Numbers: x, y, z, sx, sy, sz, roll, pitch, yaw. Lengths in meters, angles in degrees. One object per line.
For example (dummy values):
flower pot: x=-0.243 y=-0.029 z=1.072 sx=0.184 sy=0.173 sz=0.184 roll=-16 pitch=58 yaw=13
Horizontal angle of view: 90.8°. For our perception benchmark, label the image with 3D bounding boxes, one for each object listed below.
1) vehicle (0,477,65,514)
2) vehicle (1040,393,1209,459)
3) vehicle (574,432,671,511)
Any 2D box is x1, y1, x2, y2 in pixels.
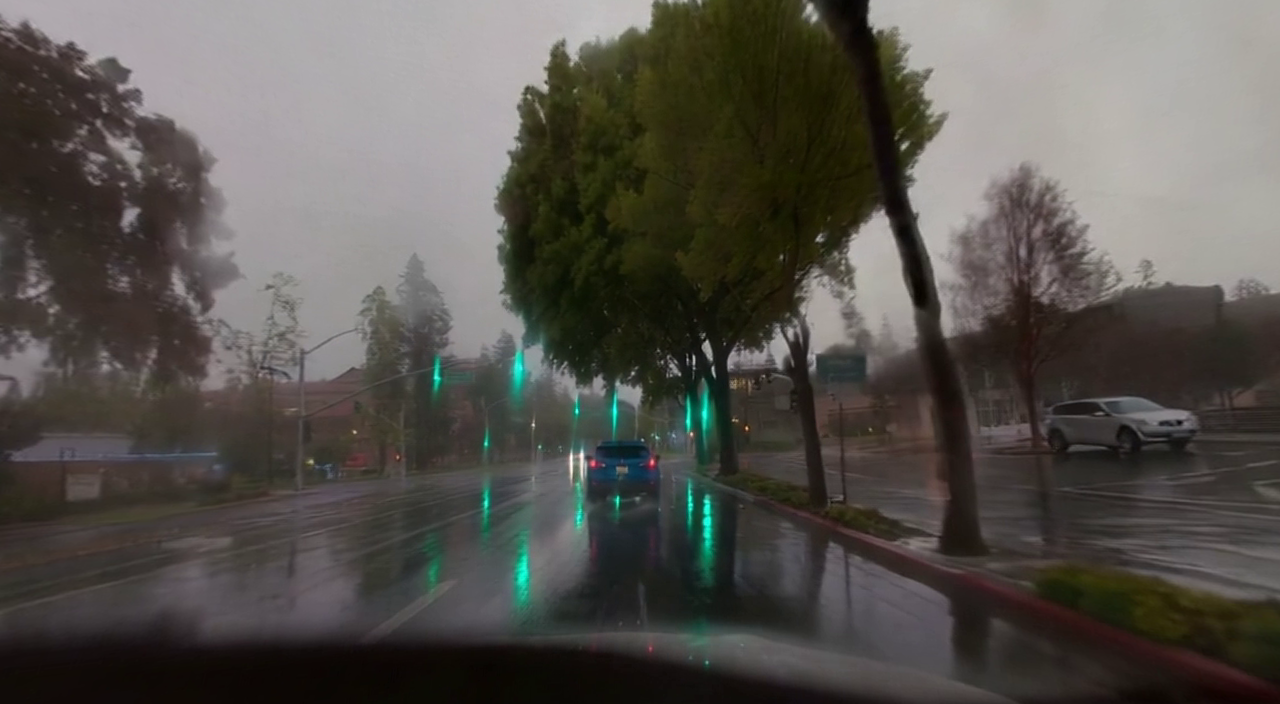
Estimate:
vehicle: x=-28.585 y=6.530 z=28.599 sx=1.771 sy=1.435 sz=4.144 roll=-6 pitch=-9 yaw=-10
vehicle: x=16.355 y=2.611 z=21.785 sx=2.039 sy=1.990 sz=5.111 roll=-1 pitch=-8 yaw=5
vehicle: x=-0.396 y=2.941 z=15.957 sx=2.136 sy=1.703 sz=3.910 roll=0 pitch=-9 yaw=0
